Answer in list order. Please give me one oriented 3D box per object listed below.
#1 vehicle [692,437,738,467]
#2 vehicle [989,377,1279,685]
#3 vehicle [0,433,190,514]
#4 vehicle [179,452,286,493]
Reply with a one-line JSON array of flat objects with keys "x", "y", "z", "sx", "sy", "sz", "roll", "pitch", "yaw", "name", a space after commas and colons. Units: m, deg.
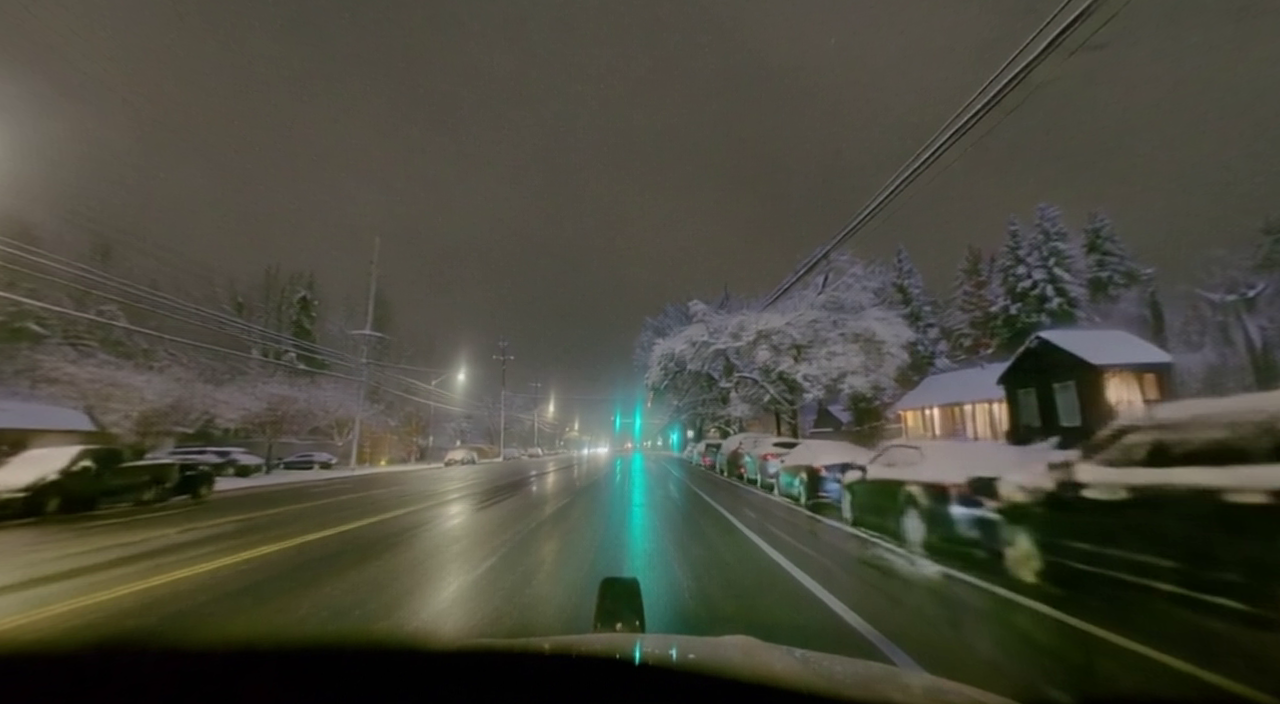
[{"x": 4.548, "y": 6.168, "z": 39.043, "sx": 2.154, "sy": 1.718, "sz": 4.980, "roll": 0, "pitch": -8, "yaw": -1, "name": "vehicle"}, {"x": 4.506, "y": 1.075, "z": 4.043, "sx": 1.889, "sy": 1.697, "sz": 4.557, "roll": 0, "pitch": -8, "yaw": 0, "name": "vehicle"}, {"x": -17.750, "y": 3.799, "z": 20.410, "sx": 2.360, "sy": 2.225, "sz": 5.385, "roll": 0, "pitch": -8, "yaw": 0, "name": "vehicle"}, {"x": -17.696, "y": 5.210, "z": 27.709, "sx": 1.871, "sy": 1.596, "sz": 4.114, "roll": 0, "pitch": -8, "yaw": 2, "name": "vehicle"}]
